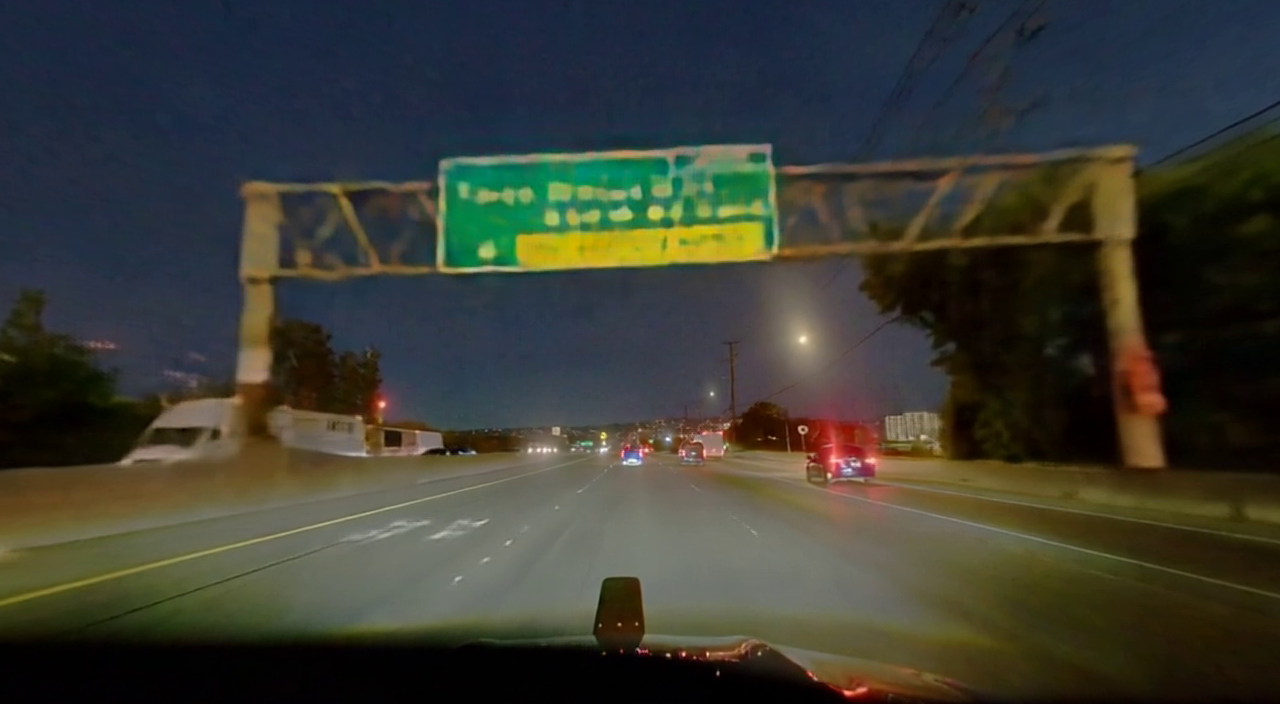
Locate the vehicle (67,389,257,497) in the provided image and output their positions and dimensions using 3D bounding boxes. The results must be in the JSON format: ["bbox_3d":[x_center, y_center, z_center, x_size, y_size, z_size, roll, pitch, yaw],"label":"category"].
[{"bbox_3d":[-21.192,4.137,28.708,3.228,4.337,6.550,0,-9,0],"label":"vehicle"}]

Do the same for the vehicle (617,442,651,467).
[{"bbox_3d":[-0.429,7.490,46.231,2.325,1.712,4.592,0,-9,0],"label":"vehicle"}]

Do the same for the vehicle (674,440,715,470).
[{"bbox_3d":[3.378,6.487,40.004,2.036,1.796,4.470,0,-9,-2],"label":"vehicle"}]

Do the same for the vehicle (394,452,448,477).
[{"bbox_3d":[-13.886,7.124,40.317,1.872,1.433,4.353,0,-9,0],"label":"vehicle"}]

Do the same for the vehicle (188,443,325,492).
[{"bbox_3d":[-13.974,4.218,23.456,2.090,1.598,4.713,0,-9,0],"label":"vehicle"}]
